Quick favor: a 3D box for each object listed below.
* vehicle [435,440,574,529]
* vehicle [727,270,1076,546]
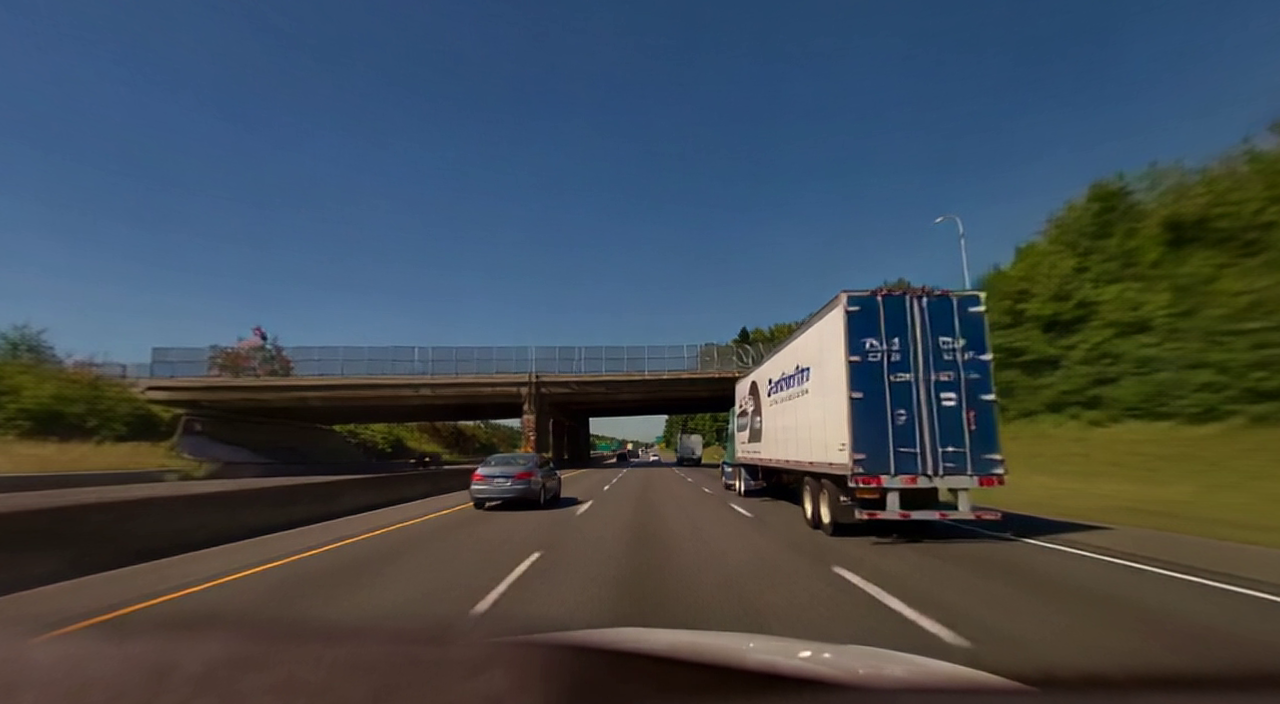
[{"bbox_3d":[-2.654,2.718,13.509,1.960,1.579,4.384,0,-9,0],"label":"vehicle"},{"bbox_3d":[4.612,1.801,15.838,2.858,3.952,13.731,0,-9,0],"label":"vehicle"}]
